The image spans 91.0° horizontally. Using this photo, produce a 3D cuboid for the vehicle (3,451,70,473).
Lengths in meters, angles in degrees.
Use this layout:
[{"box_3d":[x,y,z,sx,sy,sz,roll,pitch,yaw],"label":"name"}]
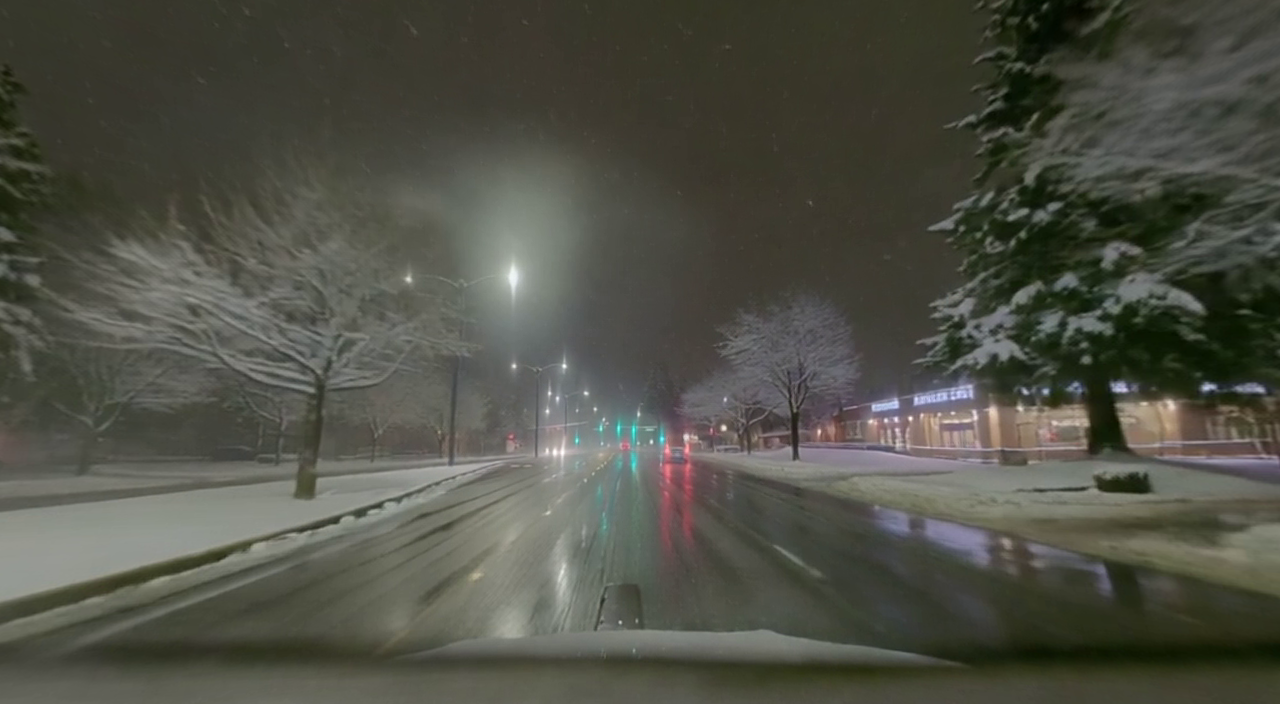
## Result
[{"box_3d":[-46.546,8.504,48.580,3.456,1.431,1.643,-3,-8,0],"label":"vehicle"}]
